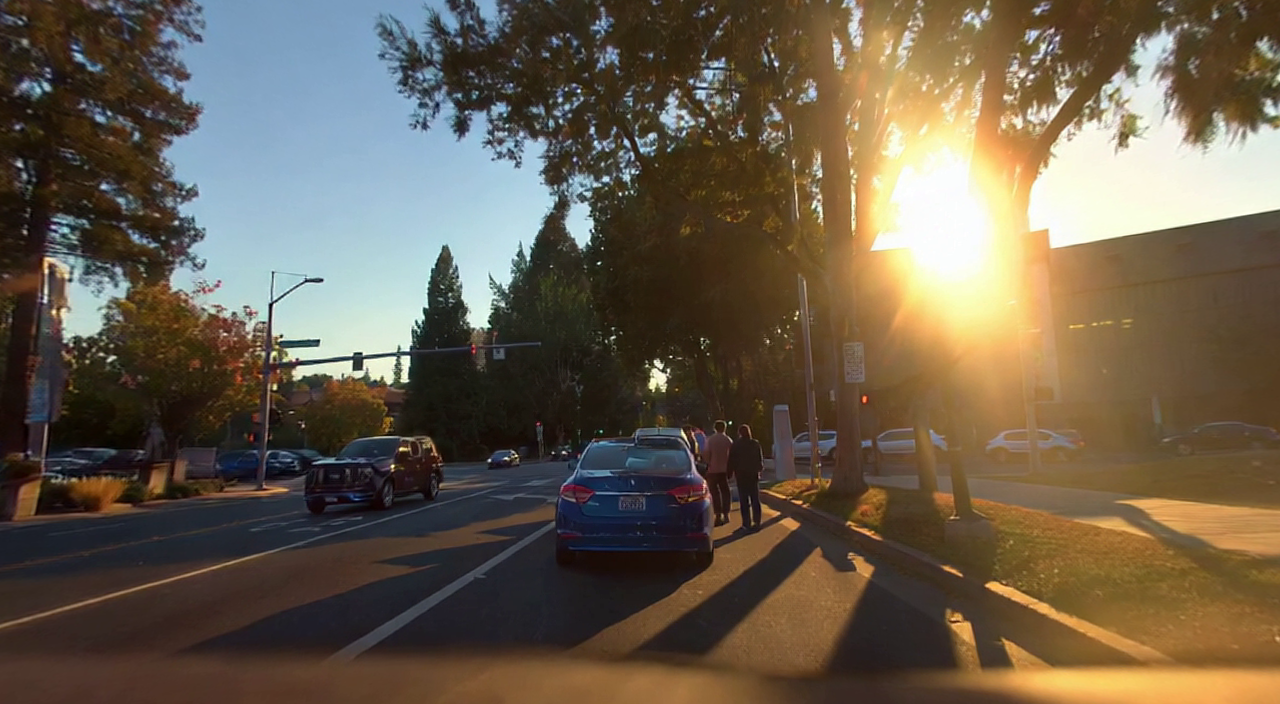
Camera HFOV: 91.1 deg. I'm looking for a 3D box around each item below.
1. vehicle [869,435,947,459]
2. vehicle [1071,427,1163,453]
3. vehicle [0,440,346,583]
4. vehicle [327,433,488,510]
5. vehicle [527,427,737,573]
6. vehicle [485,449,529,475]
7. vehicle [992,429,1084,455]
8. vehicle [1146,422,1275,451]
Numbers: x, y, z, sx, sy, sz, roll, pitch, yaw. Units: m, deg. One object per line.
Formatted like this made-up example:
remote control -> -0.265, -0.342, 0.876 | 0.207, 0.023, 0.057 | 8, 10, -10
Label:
vehicle -> 17.518, 6.217, 41.146 | 4.441, 1.452, 1.798 | -5, -10, 30
vehicle -> 29.092, 5.415, 38.465 | 4.179, 1.527, 1.811 | -5, -10, 29
vehicle -> -6.330, 2.057, 9.031 | 1.948, 1.530, 4.283 | 0, -9, 3
vehicle -> -6.146, 3.215, 17.466 | 2.230, 1.811, 5.183 | -1, -9, 3
vehicle -> -0.058, 1.861, 8.686 | 2.182, 1.501, 4.150 | 0, -9, 1
vehicle -> -8.435, 7.019, 40.170 | 1.823, 1.543, 3.944 | 0, -9, 2
vehicle -> 23.812, 5.437, 37.746 | 4.454, 1.440, 1.816 | -5, -10, 30
vehicle -> 30.520, 4.600, 33.803 | 4.739, 1.472, 1.804 | -5, -10, 30
